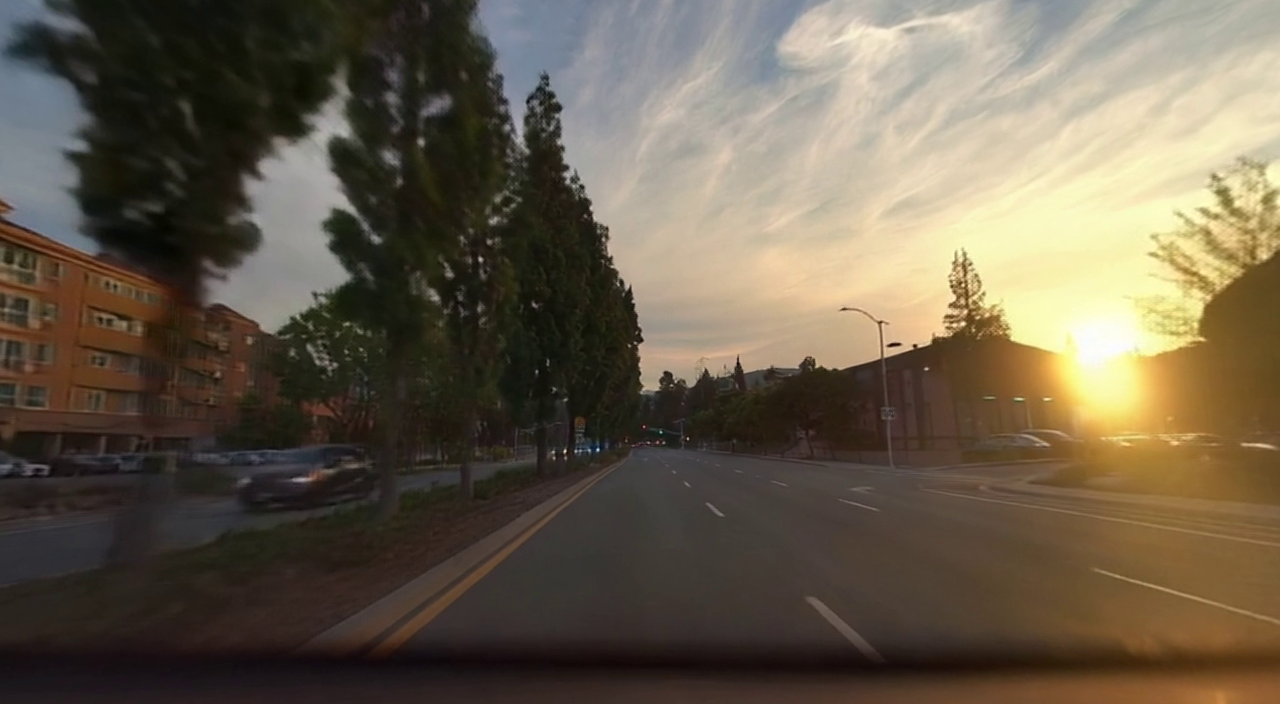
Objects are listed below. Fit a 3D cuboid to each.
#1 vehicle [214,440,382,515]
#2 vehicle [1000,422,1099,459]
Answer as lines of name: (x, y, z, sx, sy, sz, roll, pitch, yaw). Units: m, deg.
vehicle: (-8.526, 3.114, 16.278, 1.948, 1.647, 4.275, 0, -8, 0)
vehicle: (27.899, 6.097, 43.296, 2.186, 2.298, 5.989, 1, -8, -7)
